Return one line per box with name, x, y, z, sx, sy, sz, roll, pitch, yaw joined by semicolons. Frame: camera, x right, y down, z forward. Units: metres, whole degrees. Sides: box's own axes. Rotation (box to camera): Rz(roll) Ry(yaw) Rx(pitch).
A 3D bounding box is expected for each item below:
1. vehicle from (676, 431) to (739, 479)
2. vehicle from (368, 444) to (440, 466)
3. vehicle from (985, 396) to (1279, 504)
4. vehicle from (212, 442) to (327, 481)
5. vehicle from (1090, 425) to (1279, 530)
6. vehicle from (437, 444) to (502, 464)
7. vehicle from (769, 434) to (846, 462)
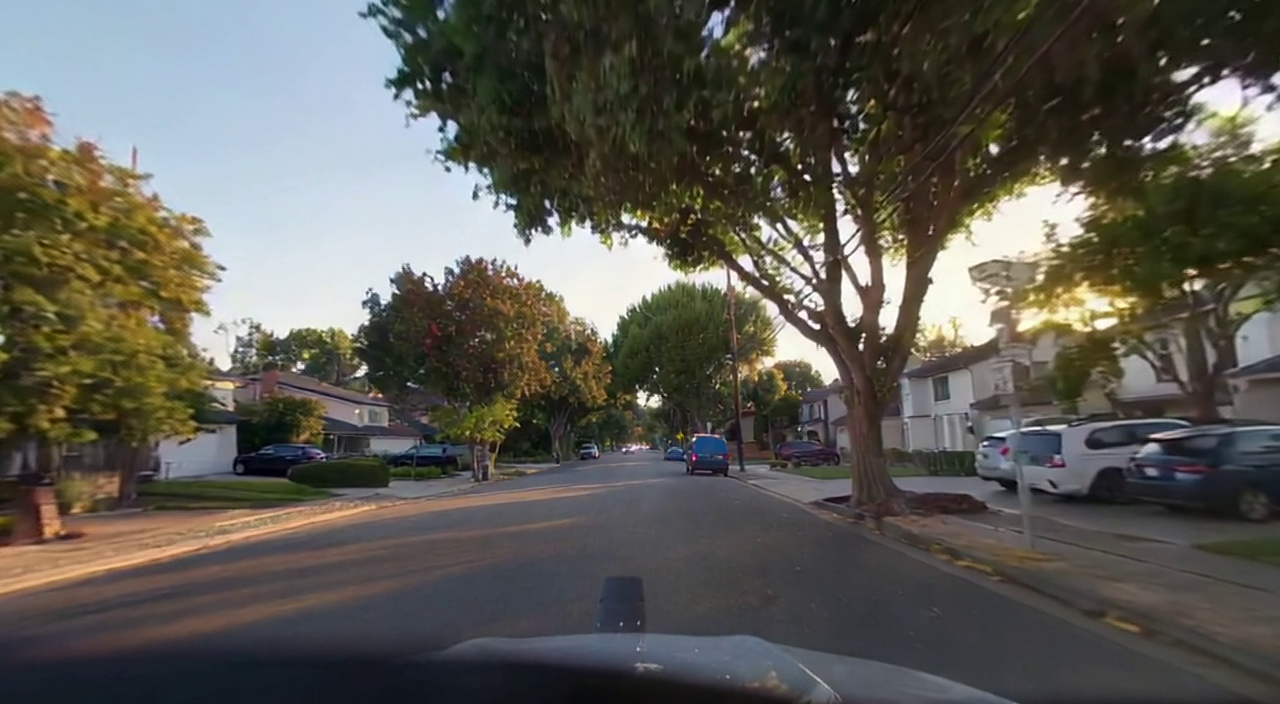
vehicle;3.098;4.870;30.226;2.311;2.069;5.156;0;-8;-1
vehicle;-17.863;7.823;48.059;4.615;1.482;2.073;1;-7;0
vehicle;10.349;1.994;13.068;5.030;1.915;2.221;-2;-7;2
vehicle;-18.276;5.389;31.328;4.414;1.731;2.008;-1;-8;-3
vehicle;9.884;1.899;9.870;4.125;1.461;1.984;0;-8;1
vehicle;-12.989;7.816;48.345;4.443;1.475;1.932;1;-8;-2
vehicle;11.261;6.475;42.629;4.602;1.799;1.859;0;-8;-1
